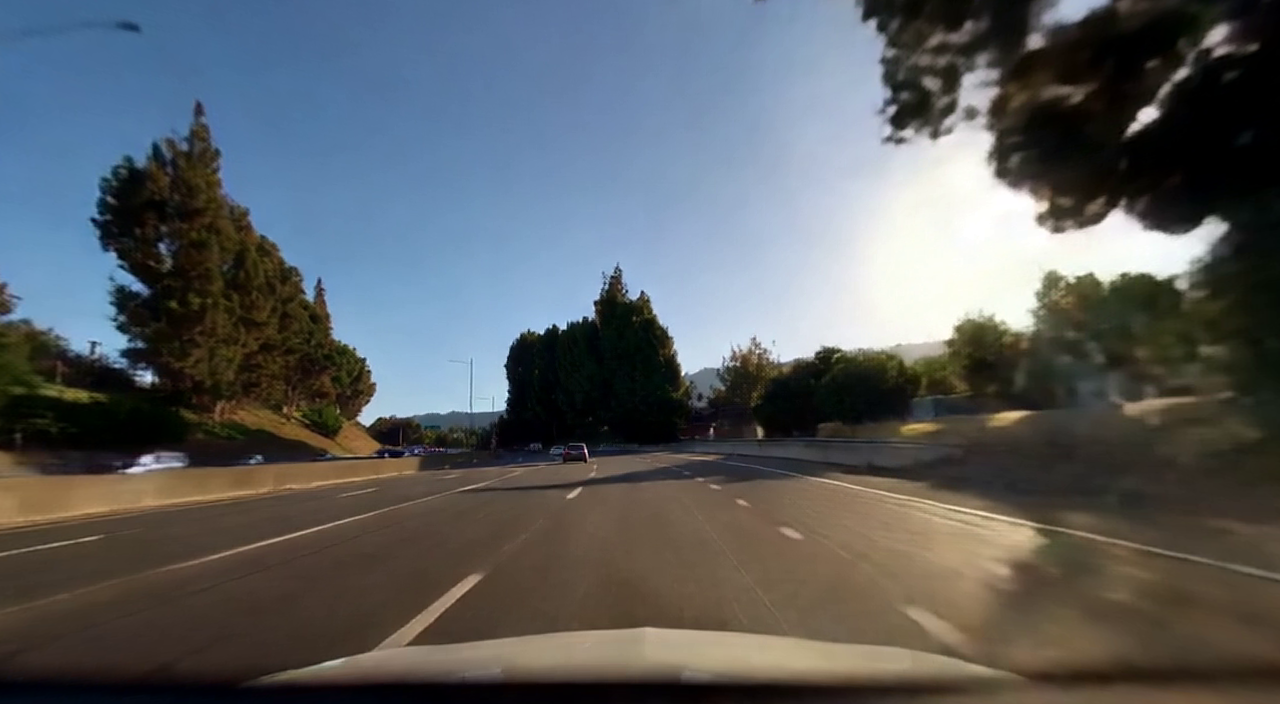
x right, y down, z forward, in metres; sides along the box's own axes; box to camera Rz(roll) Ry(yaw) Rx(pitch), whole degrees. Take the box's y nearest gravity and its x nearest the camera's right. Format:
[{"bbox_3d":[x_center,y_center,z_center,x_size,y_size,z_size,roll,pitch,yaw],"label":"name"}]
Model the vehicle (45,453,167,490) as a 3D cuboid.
[{"bbox_3d":[-26.416,5.877,31.465,2.216,1.591,4.677,0,-8,-4],"label":"vehicle"}]
